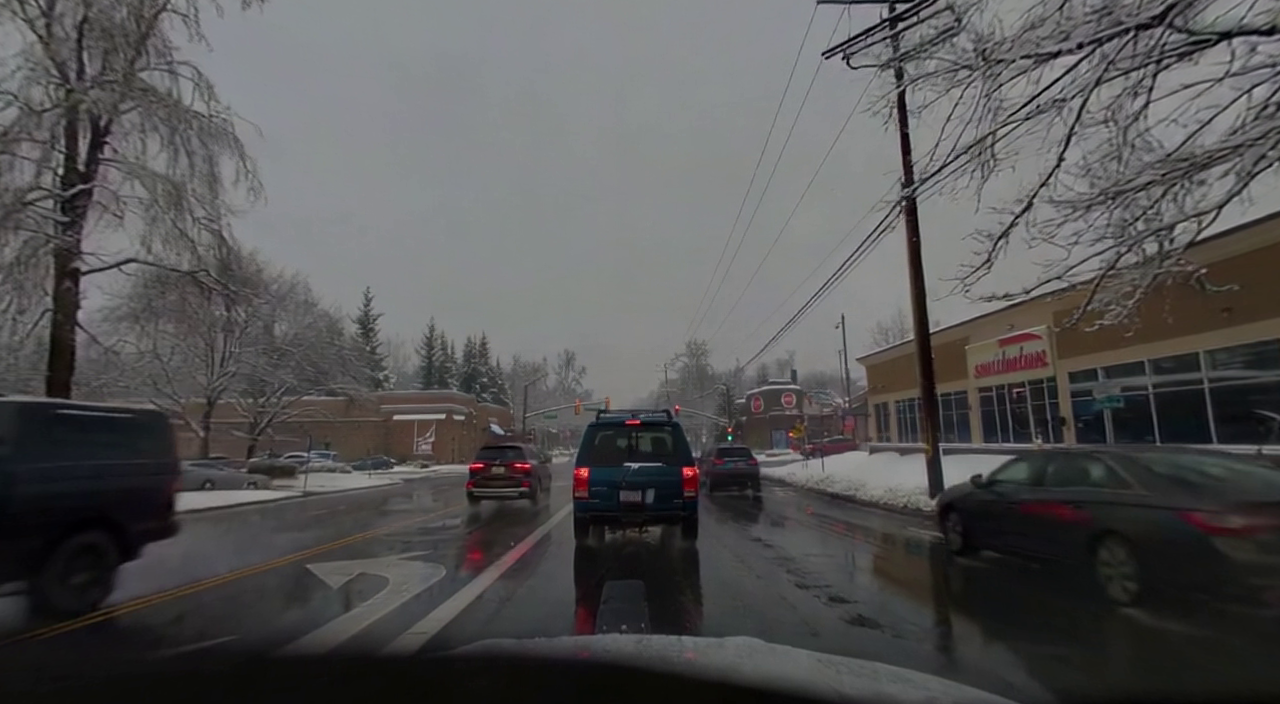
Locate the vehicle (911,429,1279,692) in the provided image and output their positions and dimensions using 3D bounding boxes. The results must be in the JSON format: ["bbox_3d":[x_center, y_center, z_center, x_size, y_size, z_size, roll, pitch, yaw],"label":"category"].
[{"bbox_3d":[4.749,1.608,6.254,1.994,1.545,4.919,0,-9,1],"label":"vehicle"}]

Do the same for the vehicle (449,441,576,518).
[{"bbox_3d":[-2.855,2.965,15.270,1.975,1.570,4.456,0,-9,2],"label":"vehicle"}]

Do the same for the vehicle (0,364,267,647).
[{"bbox_3d":[-6.425,1.179,4.870,3.233,2.097,6.390,0,-9,-1],"label":"vehicle"}]

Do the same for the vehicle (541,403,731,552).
[{"bbox_3d":[-0.077,2.159,11.550,2.638,2.065,5.313,0,-9,0],"label":"vehicle"}]

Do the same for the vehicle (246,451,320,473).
[{"bbox_3d":[-27.318,8.449,48.324,4.458,1.608,2.051,0,-9,2],"label":"vehicle"}]
